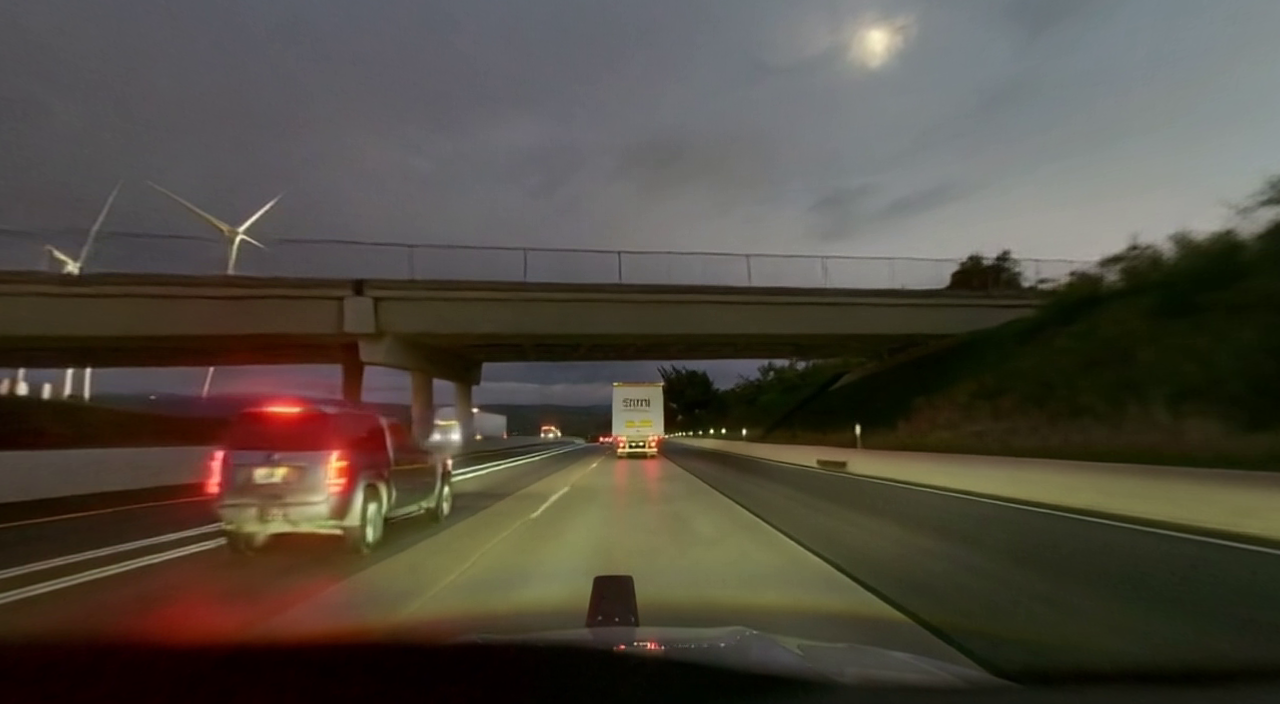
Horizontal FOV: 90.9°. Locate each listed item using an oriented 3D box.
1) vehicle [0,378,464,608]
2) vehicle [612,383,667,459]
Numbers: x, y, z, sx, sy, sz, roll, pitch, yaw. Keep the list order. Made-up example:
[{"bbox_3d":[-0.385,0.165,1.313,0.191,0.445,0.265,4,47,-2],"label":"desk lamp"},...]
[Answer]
[{"bbox_3d":[-3.782,1.366,7.177,2.167,1.686,4.946,0,-8,0],"label":"vehicle"},{"bbox_3d":[-0.186,4.492,39.747,2.906,3.990,12.551,0,-8,-1],"label":"vehicle"}]
